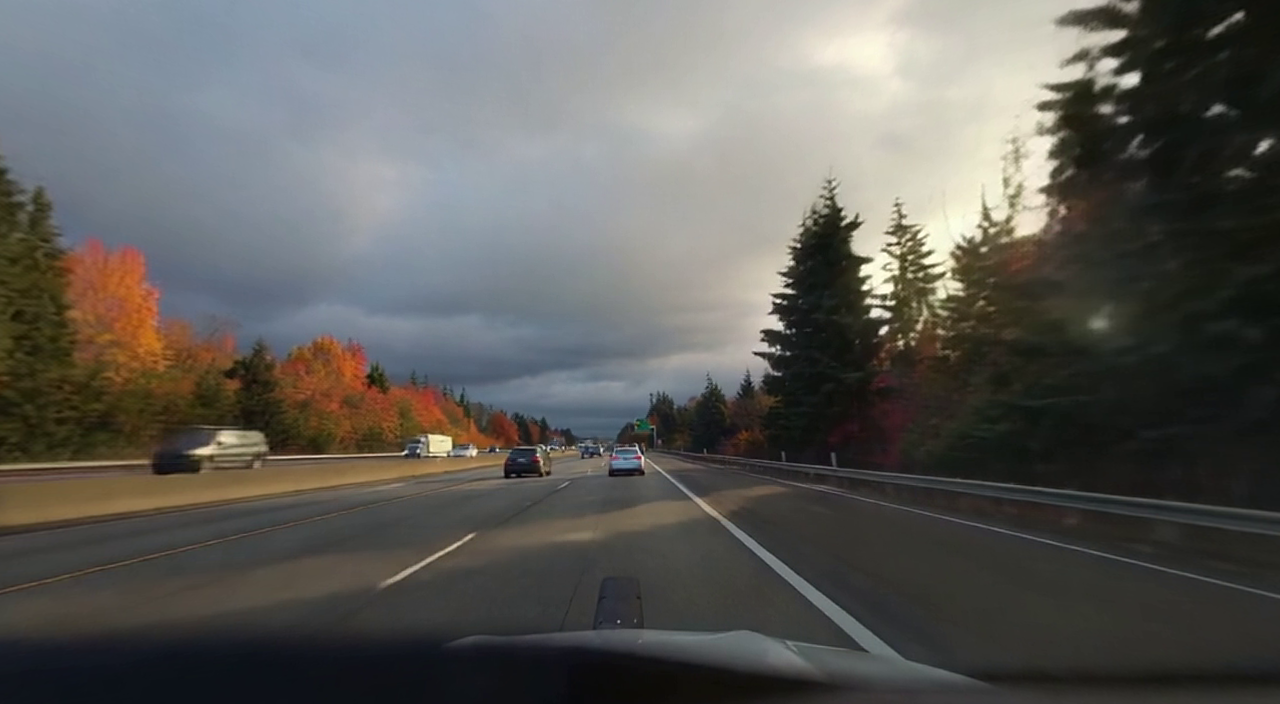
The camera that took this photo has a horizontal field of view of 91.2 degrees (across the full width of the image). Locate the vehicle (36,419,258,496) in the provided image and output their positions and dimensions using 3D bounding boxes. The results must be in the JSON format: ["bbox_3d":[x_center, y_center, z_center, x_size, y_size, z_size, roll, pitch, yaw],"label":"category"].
[{"bbox_3d":[-12.348,2.705,16.219,2.032,1.672,4.515,-1,-9,0],"label":"vehicle"}]

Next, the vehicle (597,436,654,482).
[{"bbox_3d":[-0.579,4.276,25.295,2.115,1.661,4.049,0,-9,-1],"label":"vehicle"}]

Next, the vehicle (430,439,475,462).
[{"bbox_3d":[-14.017,7.424,47.048,2.003,1.594,4.599,-1,-9,0],"label":"vehicle"}]

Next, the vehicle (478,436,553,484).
[{"bbox_3d":[-4.775,4.217,24.763,1.974,1.688,4.727,-1,-9,0],"label":"vehicle"}]
